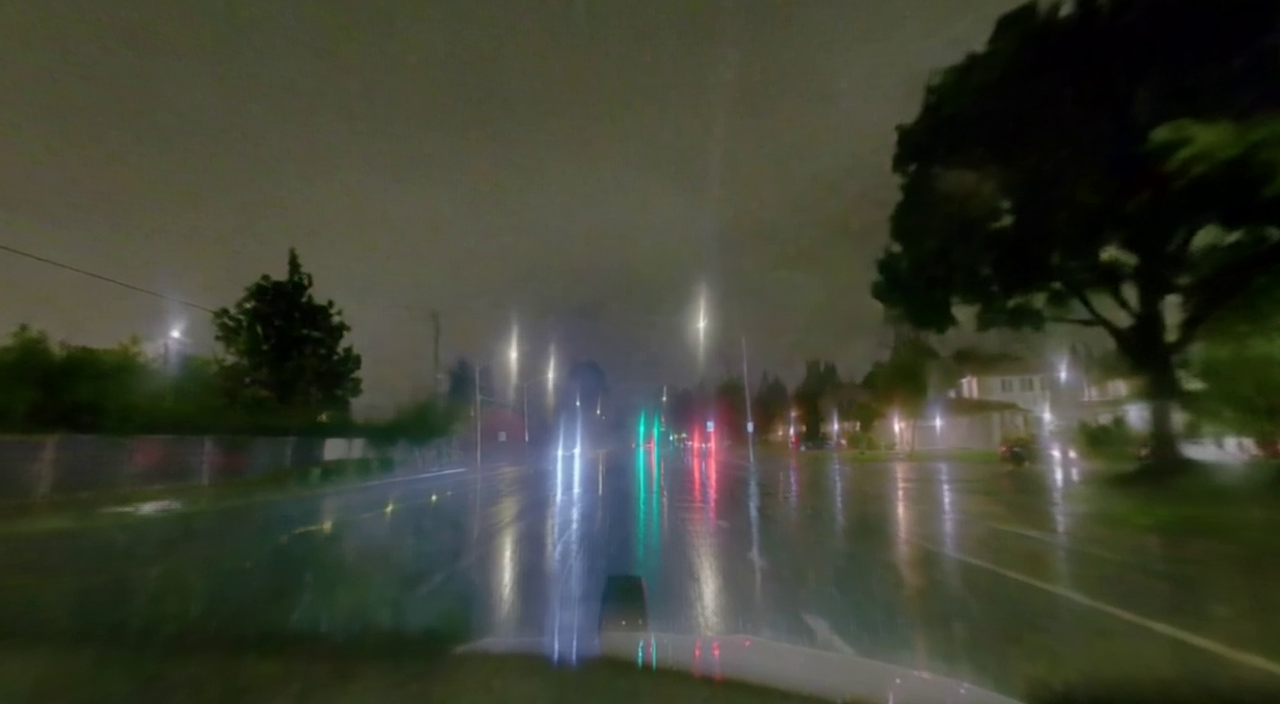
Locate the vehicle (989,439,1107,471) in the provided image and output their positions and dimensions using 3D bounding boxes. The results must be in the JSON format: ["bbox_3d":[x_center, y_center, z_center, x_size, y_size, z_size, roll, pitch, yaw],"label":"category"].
[{"bbox_3d":[21.013,5.287,32.425,4.849,1.470,2.041,0,-8,-7],"label":"vehicle"}]

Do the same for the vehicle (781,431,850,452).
[{"bbox_3d":[13.809,7.084,49.565,4.674,1.557,2.288,1,-9,-5],"label":"vehicle"}]

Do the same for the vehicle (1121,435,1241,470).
[{"bbox_3d":[28.775,5.391,33.463,4.686,1.536,2.037,4,-11,-6],"label":"vehicle"}]
